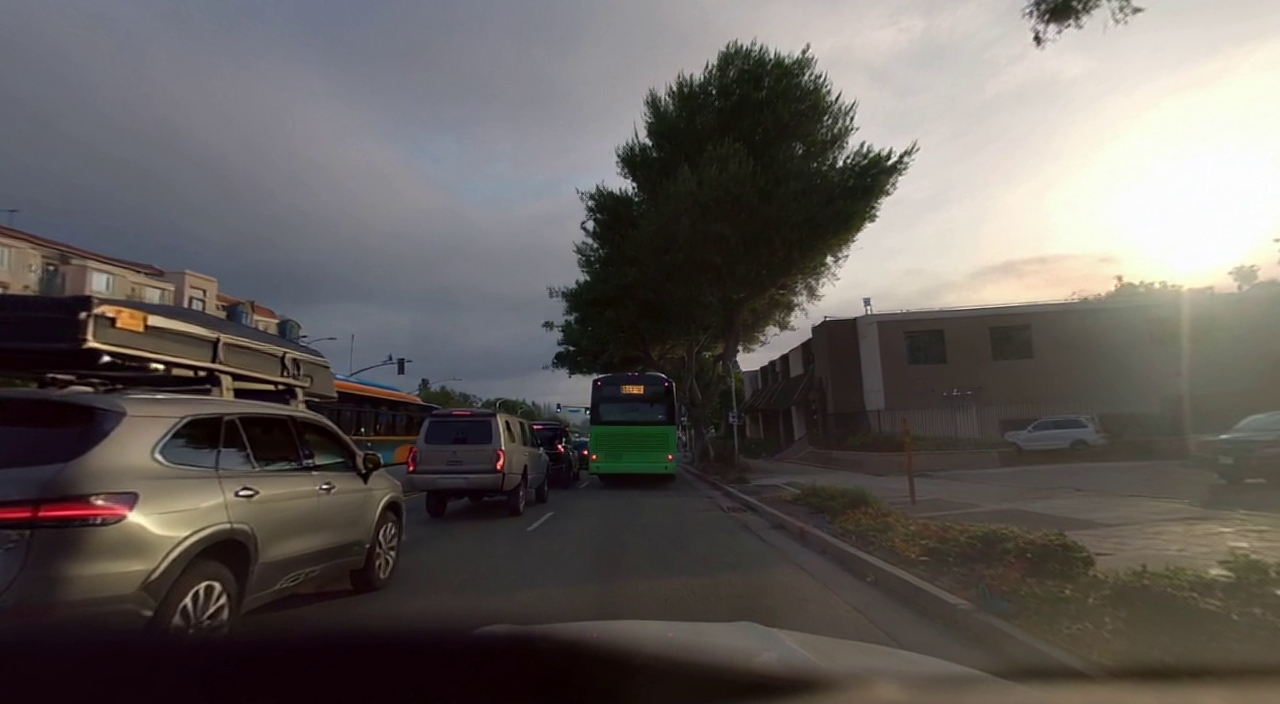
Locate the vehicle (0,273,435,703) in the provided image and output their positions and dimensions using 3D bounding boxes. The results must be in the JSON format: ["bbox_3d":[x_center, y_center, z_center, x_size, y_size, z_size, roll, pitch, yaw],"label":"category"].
[{"bbox_3d":[-3.396,1.009,4.562,2.095,1.892,5.043,0,-9,0],"label":"vehicle"}]

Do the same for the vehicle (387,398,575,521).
[{"bbox_3d":[-3.079,2.320,14.028,2.546,2.125,5.869,0,-9,1],"label":"vehicle"}]

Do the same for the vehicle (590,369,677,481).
[{"bbox_3d":[-0.244,3.423,28.010,2.970,3.857,12.200,0,-9,0],"label":"vehicle"}]
